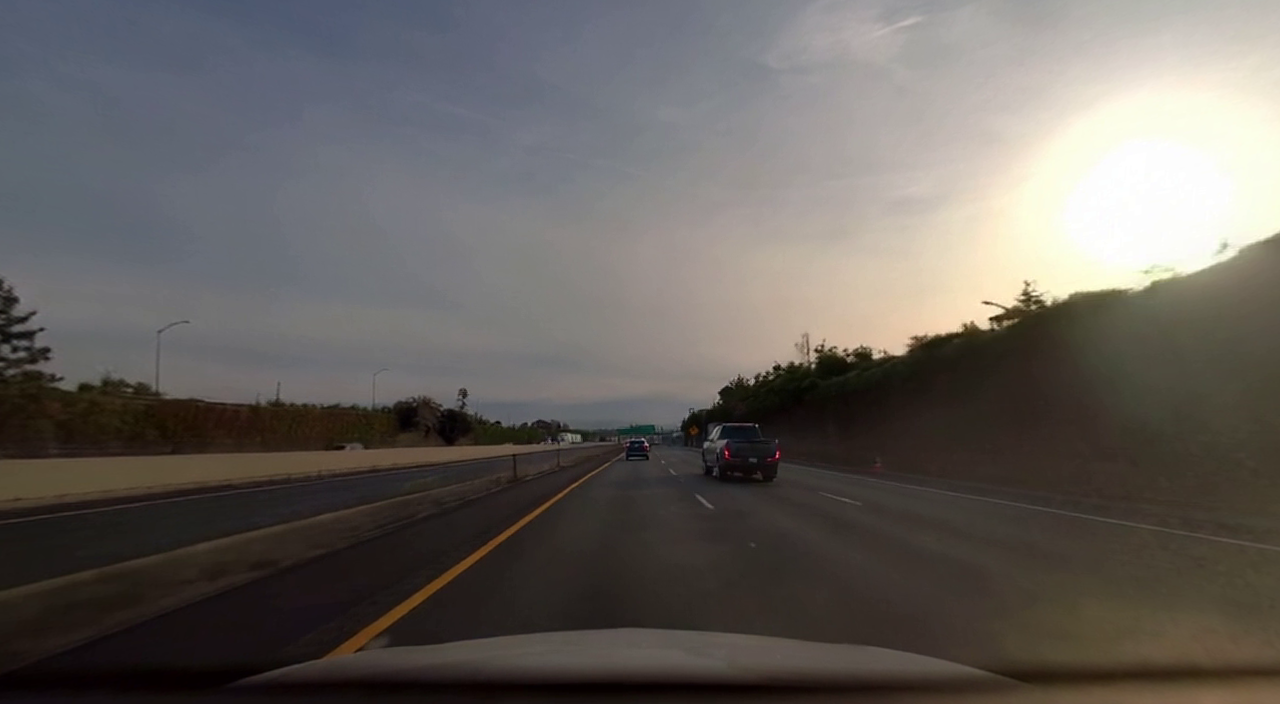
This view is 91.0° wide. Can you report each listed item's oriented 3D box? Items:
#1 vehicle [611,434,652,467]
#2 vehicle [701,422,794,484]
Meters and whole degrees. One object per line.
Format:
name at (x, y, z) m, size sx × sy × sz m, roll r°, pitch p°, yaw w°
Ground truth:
vehicle at (-0.434, 5.442, 34.745) m, size 2.142 × 1.664 × 4.076 m, roll 0°, pitch -9°, yaw 0°
vehicle at (3.449, 3.396, 21.251) m, size 2.269 × 1.839 × 4.554 m, roll 0°, pitch -9°, yaw -1°
